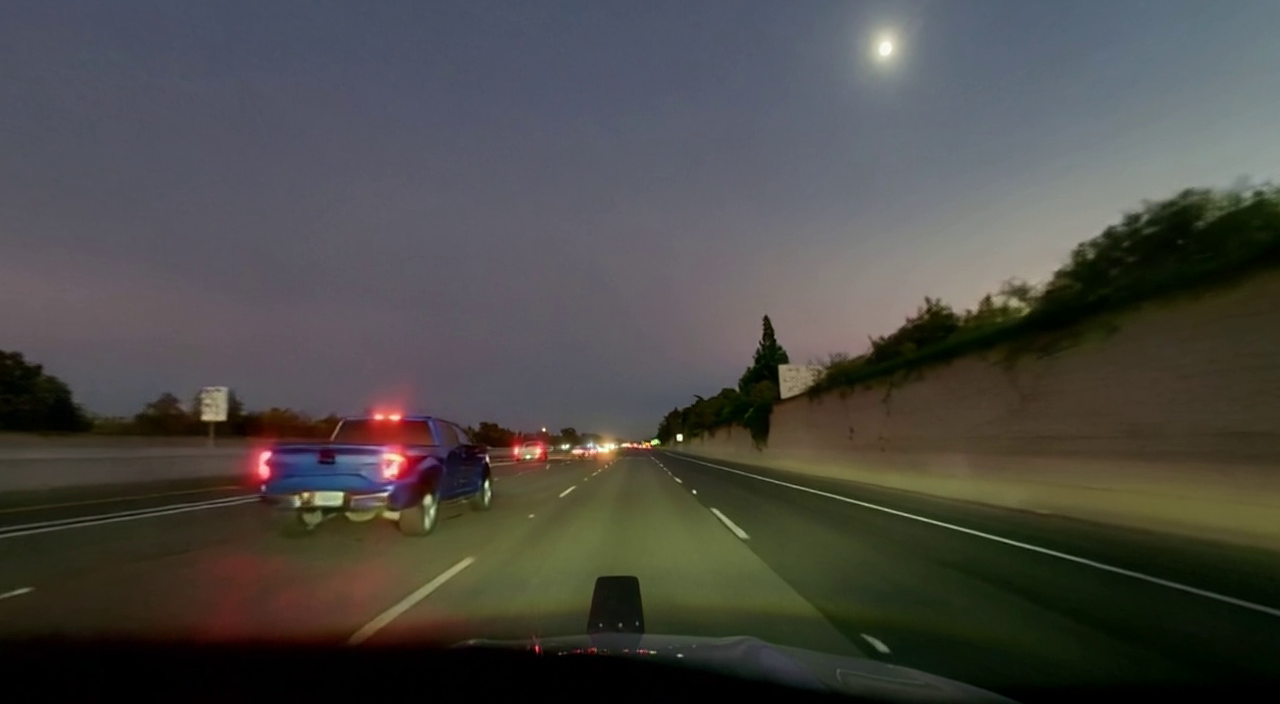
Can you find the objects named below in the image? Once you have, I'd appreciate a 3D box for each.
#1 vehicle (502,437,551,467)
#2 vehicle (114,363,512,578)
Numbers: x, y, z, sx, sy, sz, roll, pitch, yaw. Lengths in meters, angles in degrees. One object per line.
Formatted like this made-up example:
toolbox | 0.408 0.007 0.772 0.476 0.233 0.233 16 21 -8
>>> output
vehicle | -7.850 6.989 44.283 2.351 1.922 6.335 0 -8 0
vehicle | -3.961 1.662 9.604 2.604 2.170 6.271 0 -8 1
